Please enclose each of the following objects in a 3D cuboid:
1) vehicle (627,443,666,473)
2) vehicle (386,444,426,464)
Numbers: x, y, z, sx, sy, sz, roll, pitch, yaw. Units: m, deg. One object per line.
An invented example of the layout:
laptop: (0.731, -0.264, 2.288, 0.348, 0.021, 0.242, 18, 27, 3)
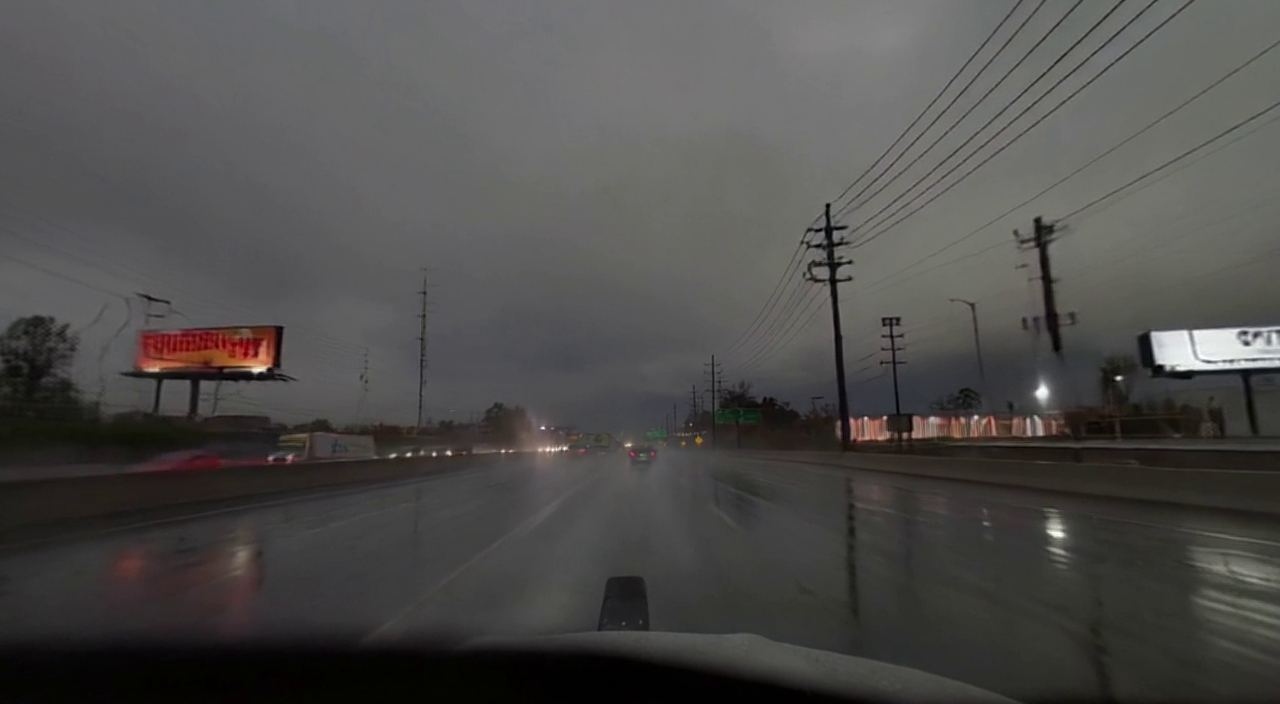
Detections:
vehicle: (0.320, 5.510, 32.887, 1.891, 1.444, 3.968, 0, -8, 0)
vehicle: (-16.360, 7.129, 44.211, 1.440, 1.339, 3.287, -1, -9, 2)
